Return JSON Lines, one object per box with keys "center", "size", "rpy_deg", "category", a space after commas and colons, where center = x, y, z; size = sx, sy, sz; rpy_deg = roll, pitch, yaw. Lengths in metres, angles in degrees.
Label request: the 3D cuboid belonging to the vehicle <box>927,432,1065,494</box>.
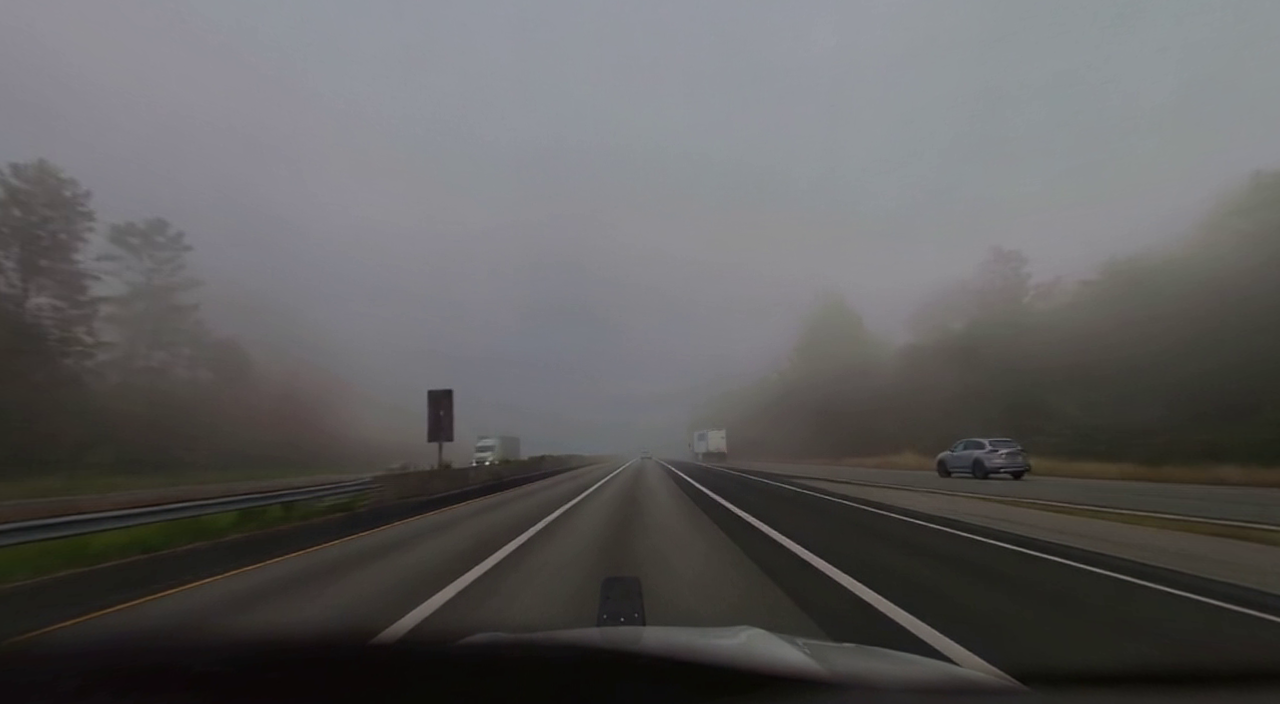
{"center": [11.455, 3.579, 20.623], "size": [2.038, 1.823, 3.744], "rpy_deg": [1, -9, -5], "category": "vehicle"}
